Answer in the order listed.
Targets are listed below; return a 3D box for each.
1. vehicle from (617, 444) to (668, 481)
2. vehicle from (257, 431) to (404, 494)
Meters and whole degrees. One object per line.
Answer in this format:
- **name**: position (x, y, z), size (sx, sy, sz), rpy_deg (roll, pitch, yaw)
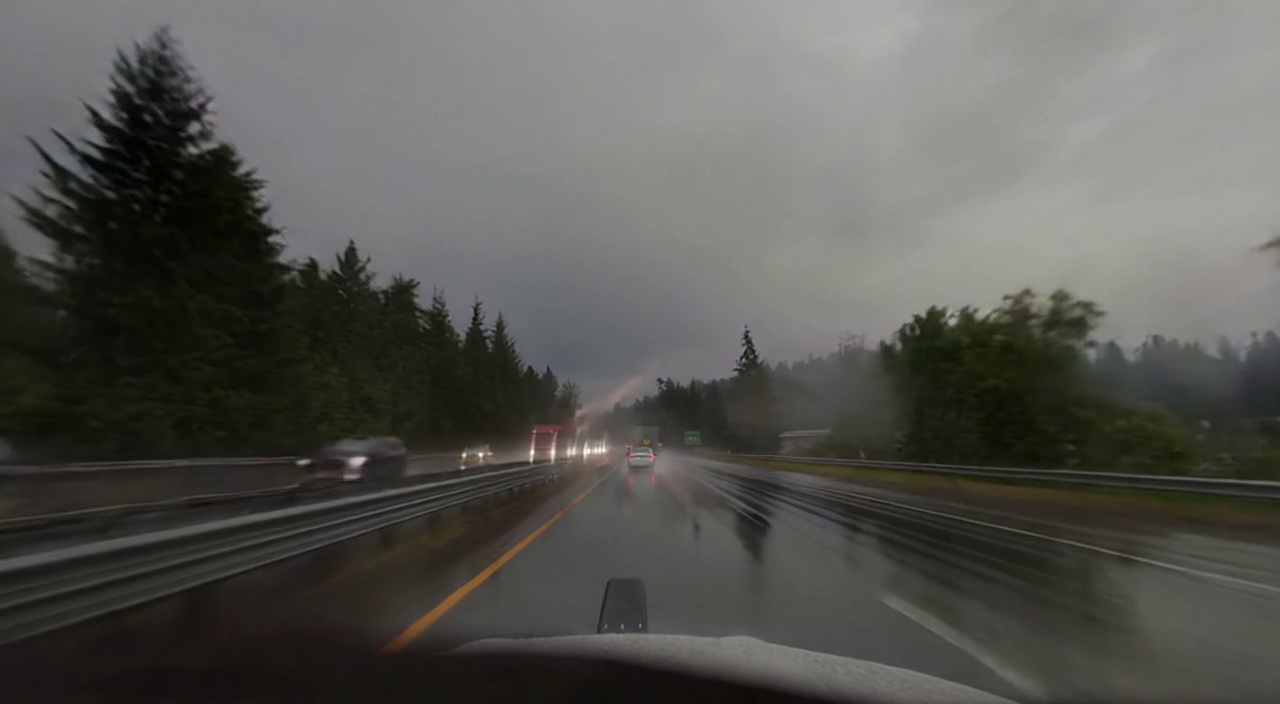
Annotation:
- **vehicle**: position (0.065, 4.917, 28.318), size (2.114, 1.523, 4.012), rpy_deg (0, -9, -1)
- **vehicle**: position (-8.875, 3.213, 18.632), size (2.061, 1.622, 4.452), rpy_deg (0, -9, 0)
